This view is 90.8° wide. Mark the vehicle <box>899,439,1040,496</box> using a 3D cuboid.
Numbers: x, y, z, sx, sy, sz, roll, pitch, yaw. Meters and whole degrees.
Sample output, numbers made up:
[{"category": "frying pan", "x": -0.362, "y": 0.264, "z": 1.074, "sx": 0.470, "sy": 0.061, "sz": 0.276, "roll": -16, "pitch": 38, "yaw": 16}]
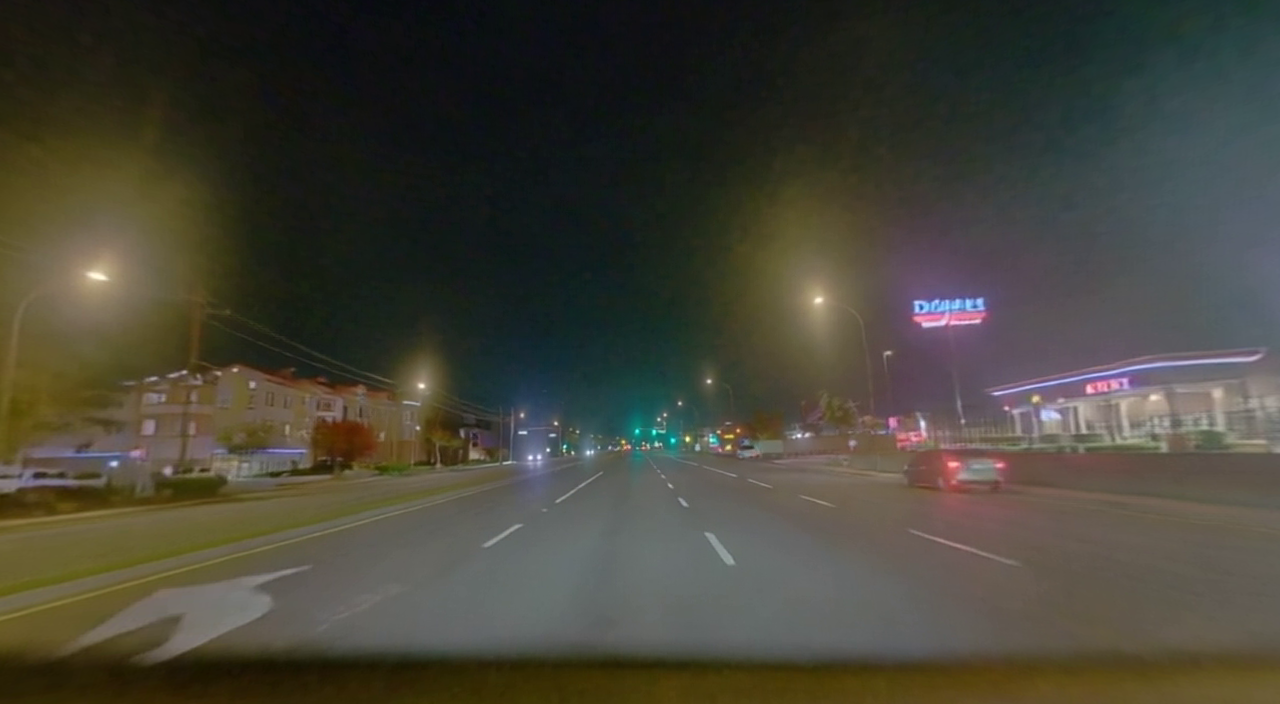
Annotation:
[{"category": "vehicle", "x": 10.138, "y": 3.568, "z": 19.940, "sx": 1.886, "sy": 1.556, "sz": 4.513, "roll": 0, "pitch": -8, "yaw": -2}]

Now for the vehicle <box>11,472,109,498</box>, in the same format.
[{"category": "vehicle", "x": -42.260, "y": 9.660, "z": 46.157, "sx": 4.805, "sy": 1.609, "sz": 1.906, "roll": 4, "pitch": -9, "yaw": -24}]

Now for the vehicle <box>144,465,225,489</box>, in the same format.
[{"category": "vehicle", "x": -35.228, "y": 9.705, "z": 49.046, "sx": 4.654, "sy": 1.648, "sz": 1.915, "roll": 3, "pitch": -9, "yaw": -21}]
